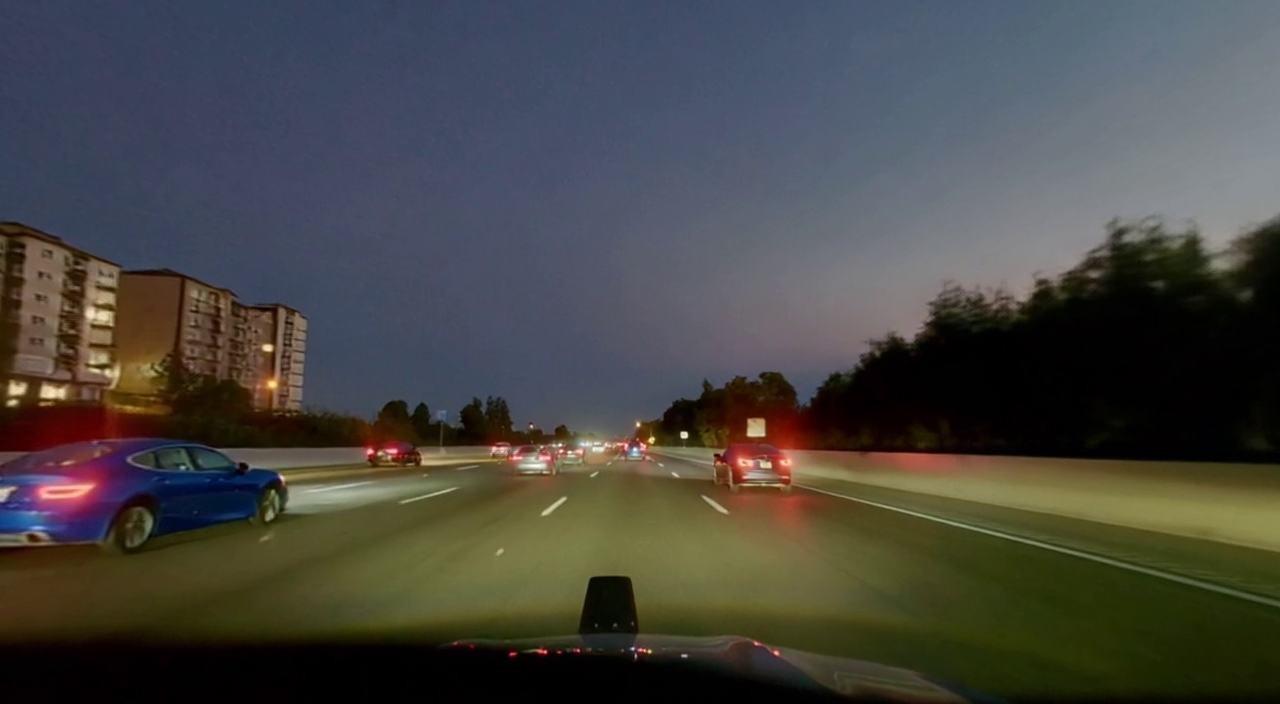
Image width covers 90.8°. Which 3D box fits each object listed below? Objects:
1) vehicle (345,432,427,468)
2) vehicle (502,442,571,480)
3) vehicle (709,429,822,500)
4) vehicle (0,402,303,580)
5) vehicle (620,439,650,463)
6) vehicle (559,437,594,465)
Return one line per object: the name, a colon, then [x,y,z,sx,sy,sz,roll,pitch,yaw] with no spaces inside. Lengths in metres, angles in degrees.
vehicle: [-15.357,5.981,38.693,2.396,1.999,6.333,0,-8,0]
vehicle: [-4.140,4.416,25.961,2.124,1.426,4.444,0,-8,0]
vehicle: [3.223,2.981,17.193,2.061,1.658,4.417,0,-8,-1]
vehicle: [-7.198,1.760,8.921,2.086,1.776,5.080,0,-8,0]
vehicle: [-0.396,7.199,45.957,2.053,1.650,3.945,0,-8,-1]
vehicle: [-4.371,6.886,44.076,2.044,1.774,4.329,0,-8,0]
